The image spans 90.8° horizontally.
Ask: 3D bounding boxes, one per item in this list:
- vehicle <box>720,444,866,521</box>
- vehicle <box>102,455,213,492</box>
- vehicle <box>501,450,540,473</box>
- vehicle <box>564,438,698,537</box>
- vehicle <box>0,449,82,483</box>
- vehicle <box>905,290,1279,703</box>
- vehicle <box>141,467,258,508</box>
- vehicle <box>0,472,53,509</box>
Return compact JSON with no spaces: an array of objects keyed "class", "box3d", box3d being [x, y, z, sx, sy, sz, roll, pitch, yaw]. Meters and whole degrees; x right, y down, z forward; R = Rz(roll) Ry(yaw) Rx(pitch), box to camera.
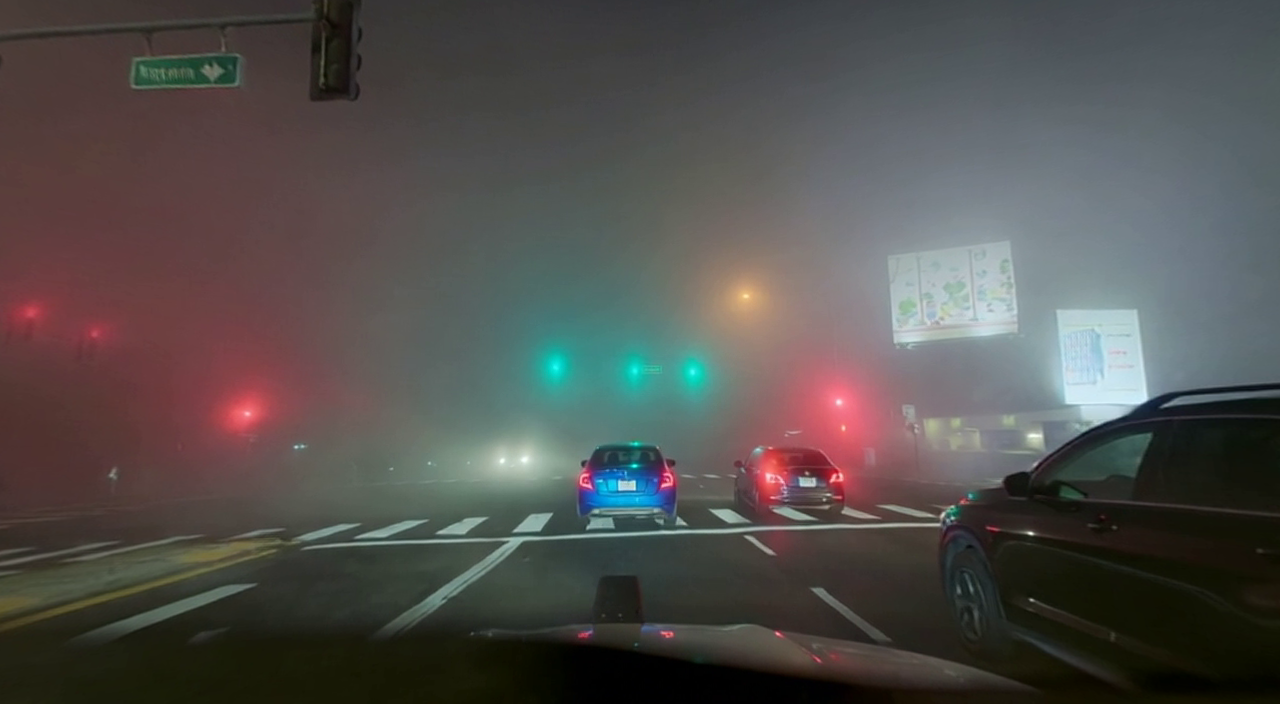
[{"class":"vehicle","box3d":[3.153,2.790,14.108,2.009,1.414,4.416,0,-9,-2]},{"class":"vehicle","box3d":[-27.583,6.937,36.409,2.300,1.932,5.056,-1,-9,2]},{"class":"vehicle","box3d":[-8.593,7.907,45.896,1.879,1.510,4.619,0,-9,1]},{"class":"vehicle","box3d":[-0.178,2.411,11.851,2.095,1.502,3.873,0,-9,-1]},{"class":"vehicle","box3d":[-35.721,6.518,36.491,2.145,1.797,5.198,-1,-9,1]},{"class":"vehicle","box3d":[2.985,0.777,2.377,2.047,1.785,4.357,0,-9,0]},{"class":"vehicle","box3d":[-19.155,5.876,27.786,1.942,1.453,4.448,0,-8,0]},{"class":"vehicle","box3d":[-28.081,6.190,28.502,1.972,1.433,4.324,8,-12,-39]}]
